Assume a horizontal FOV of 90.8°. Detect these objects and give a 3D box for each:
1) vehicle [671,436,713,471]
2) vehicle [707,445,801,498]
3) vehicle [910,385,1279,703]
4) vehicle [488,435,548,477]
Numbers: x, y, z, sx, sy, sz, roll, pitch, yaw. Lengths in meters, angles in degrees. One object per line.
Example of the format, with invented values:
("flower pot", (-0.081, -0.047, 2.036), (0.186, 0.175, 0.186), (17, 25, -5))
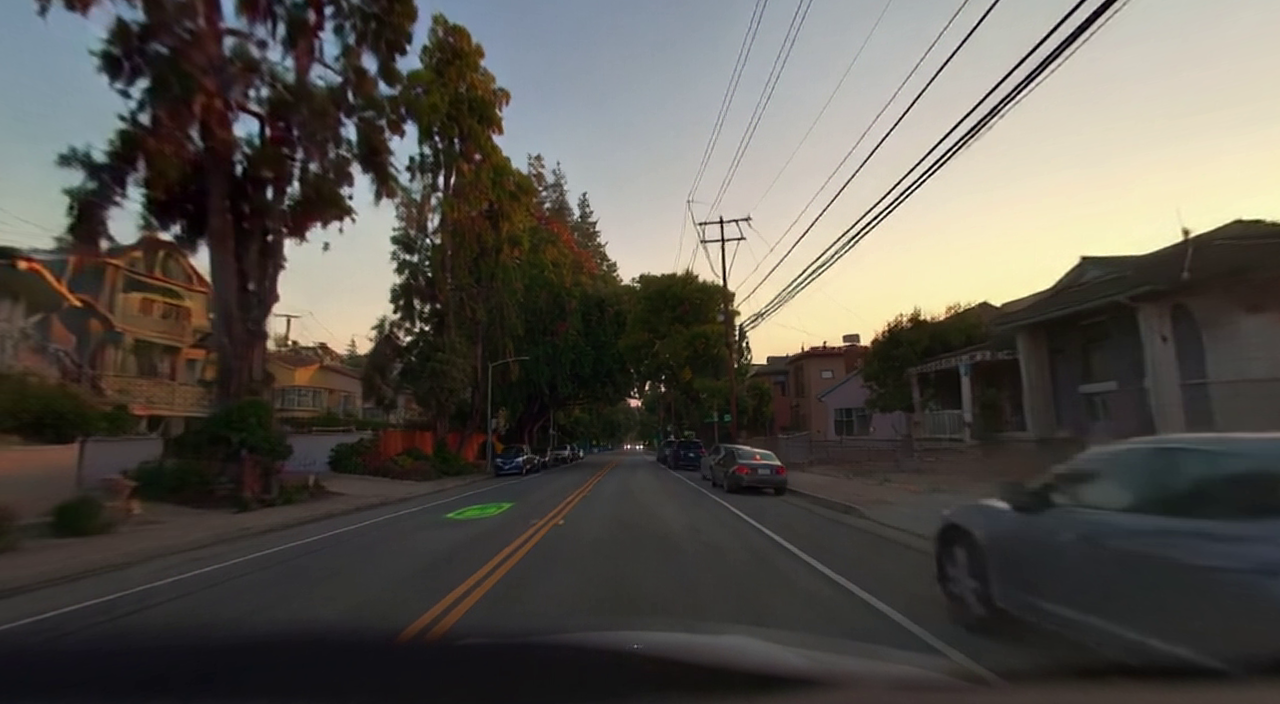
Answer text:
("vehicle", (3.093, 6.187, 38.622), (2.065, 1.953, 5.359), (0, -8, -1))
("vehicle", (3.298, 3.546, 19.215), (1.967, 1.382, 4.361), (0, -8, -1))
("vehicle", (3.455, 0.999, 3.065), (2.024, 1.554, 4.867), (0, -8, -1))
("vehicle", (-6.821, 5.829, 35.951), (2.451, 2.099, 5.112), (-1, -7, 0))
